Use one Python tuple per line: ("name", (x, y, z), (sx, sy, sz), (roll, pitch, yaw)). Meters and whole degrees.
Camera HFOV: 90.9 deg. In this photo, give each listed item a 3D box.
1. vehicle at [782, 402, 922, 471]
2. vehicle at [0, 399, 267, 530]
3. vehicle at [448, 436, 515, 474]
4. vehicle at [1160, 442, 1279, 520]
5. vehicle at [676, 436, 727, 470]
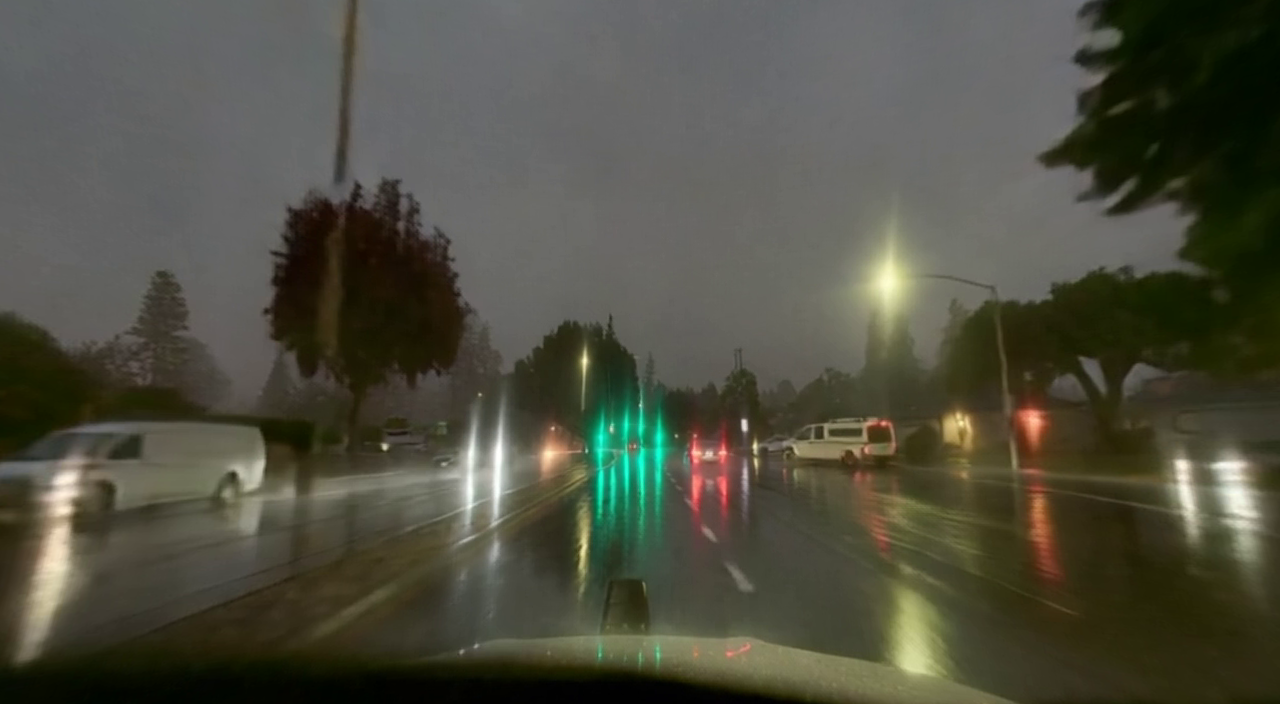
("vehicle", (9.337, 3.887, 28.802), (2.331, 2.747, 6.993), (3, -9, -16))
("vehicle", (-11.975, 2.551, 14.968), (2.347, 2.428, 6.149), (0, -8, 1))
("vehicle", (-7.996, 5.216, 32.258), (2.178, 1.761, 4.724), (0, -8, 0))
("vehicle", (17.238, 3.220, 15.772), (2.441, 1.895, 5.935), (6, -10, -37))
("vehicle", (2.883, 4.825, 30.244), (1.960, 1.479, 4.086), (0, -8, -1))
